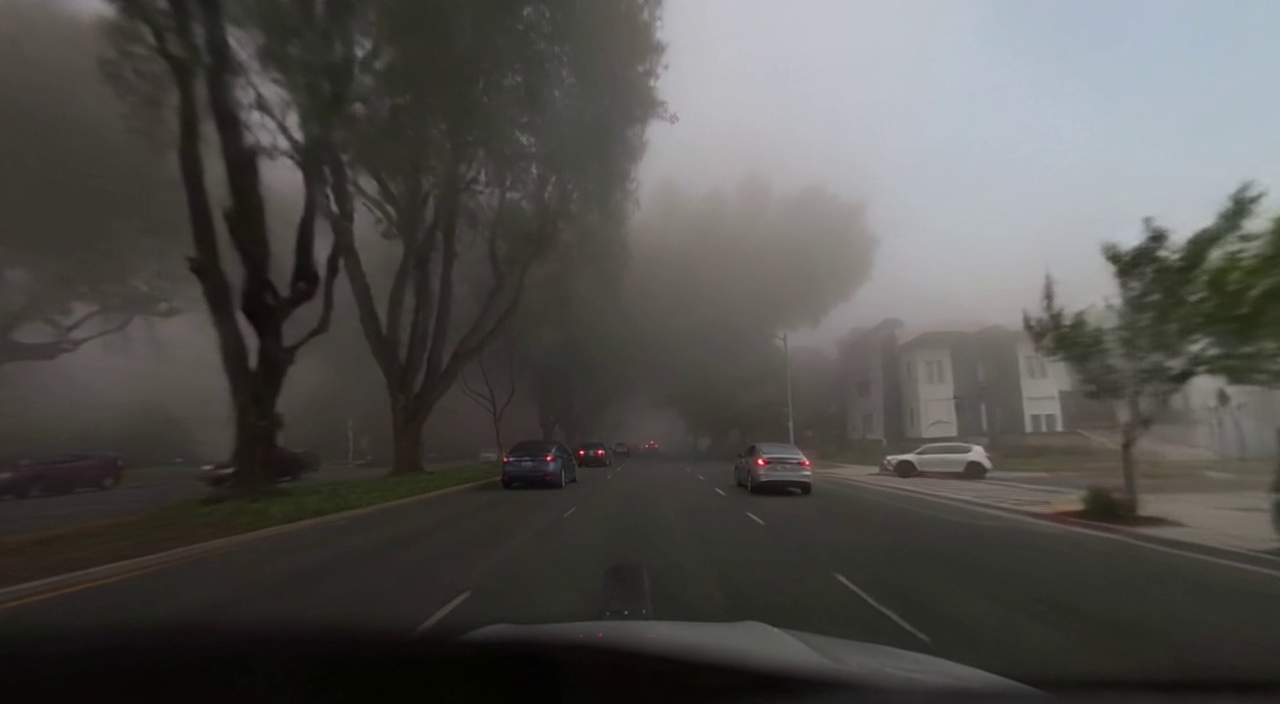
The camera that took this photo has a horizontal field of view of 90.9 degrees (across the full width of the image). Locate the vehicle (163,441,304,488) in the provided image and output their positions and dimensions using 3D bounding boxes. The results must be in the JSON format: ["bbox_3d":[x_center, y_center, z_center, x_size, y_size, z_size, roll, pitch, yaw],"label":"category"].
[{"bbox_3d":[-18.400,5.091,29.051,2.345,1.906,6.020,0,-8,1],"label":"vehicle"}]

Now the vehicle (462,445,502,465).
[{"bbox_3d":[-12.222,7.944,48.896,1.871,1.478,4.489,0,-8,1],"label":"vehicle"}]

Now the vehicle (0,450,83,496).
[{"bbox_3d":[-26.977,5.160,27.101,1.920,1.770,4.453,0,-8,0],"label":"vehicle"}]

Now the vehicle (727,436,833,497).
[{"bbox_3d":[3.842,3.207,18.133,2.010,1.486,4.498,0,-8,0],"label":"vehicle"}]

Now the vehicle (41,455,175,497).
[{"bbox_3d":[-22.367,5.198,26.800,1.889,1.520,4.524,1,-8,-3],"label":"vehicle"}]

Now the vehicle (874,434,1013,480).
[{"bbox_3d":[12.354,4.291,26.013,4.717,1.733,1.994,-1,-8,10],"label":"vehicle"}]

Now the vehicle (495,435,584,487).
[{"bbox_3d":[-3.122,3.503,20.601,2.053,1.480,4.381,0,-8,2],"label":"vehicle"}]

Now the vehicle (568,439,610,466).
[{"bbox_3d":[-2.996,6.015,37.931,1.988,1.497,4.404,0,-8,3],"label":"vehicle"}]
